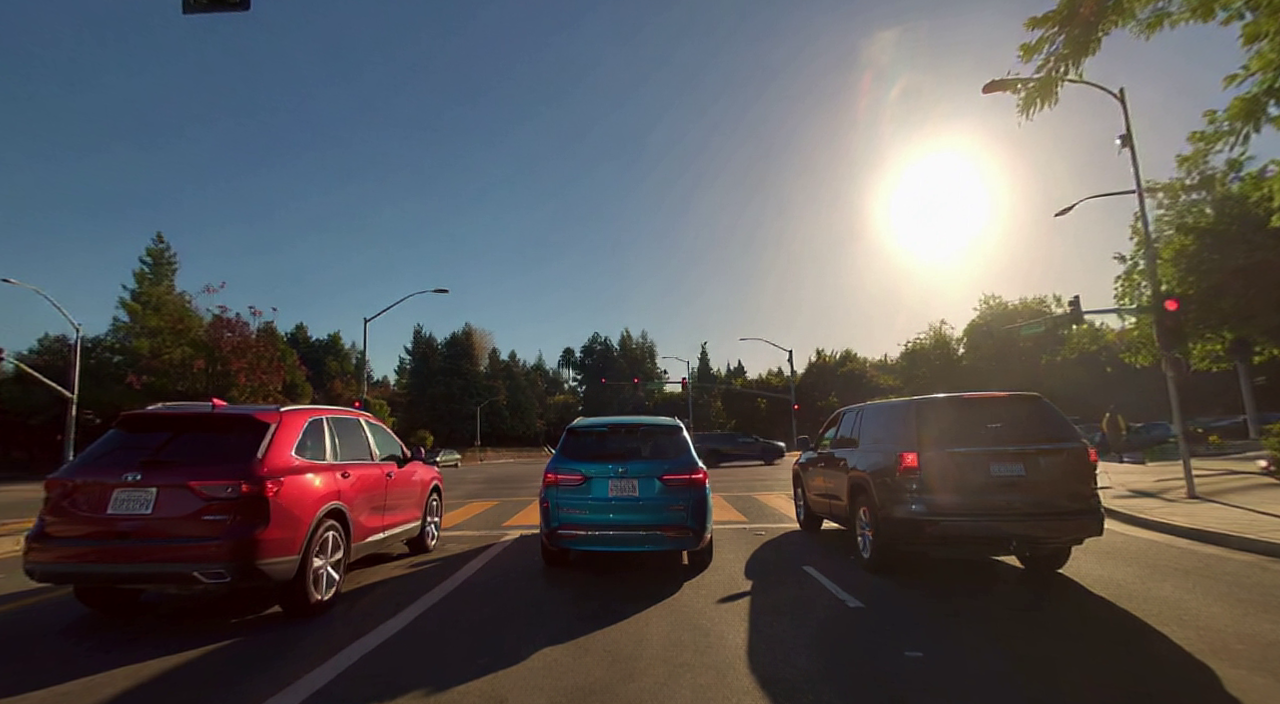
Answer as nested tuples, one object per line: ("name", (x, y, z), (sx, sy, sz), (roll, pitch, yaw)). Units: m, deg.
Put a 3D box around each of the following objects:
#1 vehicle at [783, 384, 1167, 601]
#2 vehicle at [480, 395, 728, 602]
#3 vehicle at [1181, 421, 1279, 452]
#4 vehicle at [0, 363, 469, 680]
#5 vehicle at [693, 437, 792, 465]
("vehicle", (3.274, 1.485, 7.517), (2.083, 1.779, 4.532), (0, -8, 0))
("vehicle", (-0.239, 1.513, 7.320), (2.067, 1.702, 3.987), (0, -8, 2))
("vehicle", (32.783, 4.656, 34.767), (4.175, 1.634, 1.877), (1, -8, -4))
("vehicle", (-3.271, 1.286, 5.891), (2.047, 1.810, 4.414), (0, -8, 1))
("vehicle", (5.652, 5.475, 34.853), (5.018, 1.435, 1.920), (-5, -10, 31))
